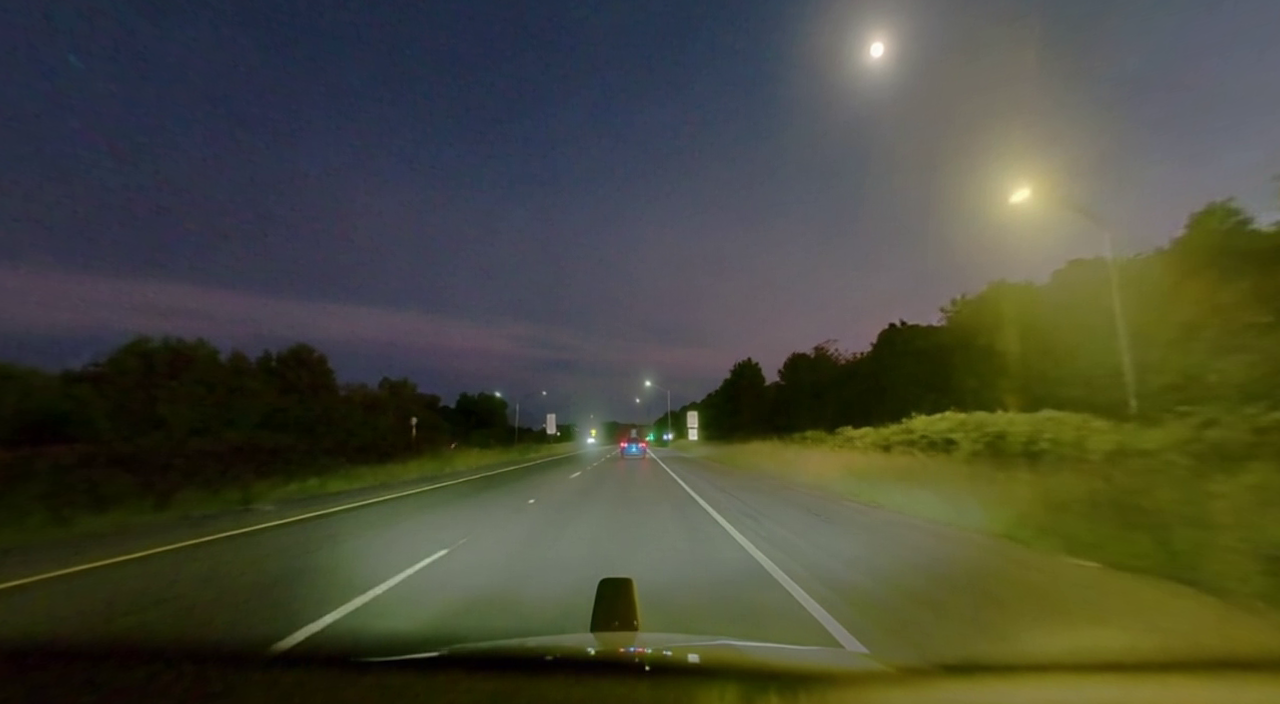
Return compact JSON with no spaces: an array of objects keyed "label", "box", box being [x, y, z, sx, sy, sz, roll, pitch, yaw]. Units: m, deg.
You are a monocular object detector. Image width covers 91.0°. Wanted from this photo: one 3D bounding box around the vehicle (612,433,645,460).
[{"label":"vehicle","box":[-0.770,6.507,43.531,2.180,1.717,4.139,0,-8,-1]}]
